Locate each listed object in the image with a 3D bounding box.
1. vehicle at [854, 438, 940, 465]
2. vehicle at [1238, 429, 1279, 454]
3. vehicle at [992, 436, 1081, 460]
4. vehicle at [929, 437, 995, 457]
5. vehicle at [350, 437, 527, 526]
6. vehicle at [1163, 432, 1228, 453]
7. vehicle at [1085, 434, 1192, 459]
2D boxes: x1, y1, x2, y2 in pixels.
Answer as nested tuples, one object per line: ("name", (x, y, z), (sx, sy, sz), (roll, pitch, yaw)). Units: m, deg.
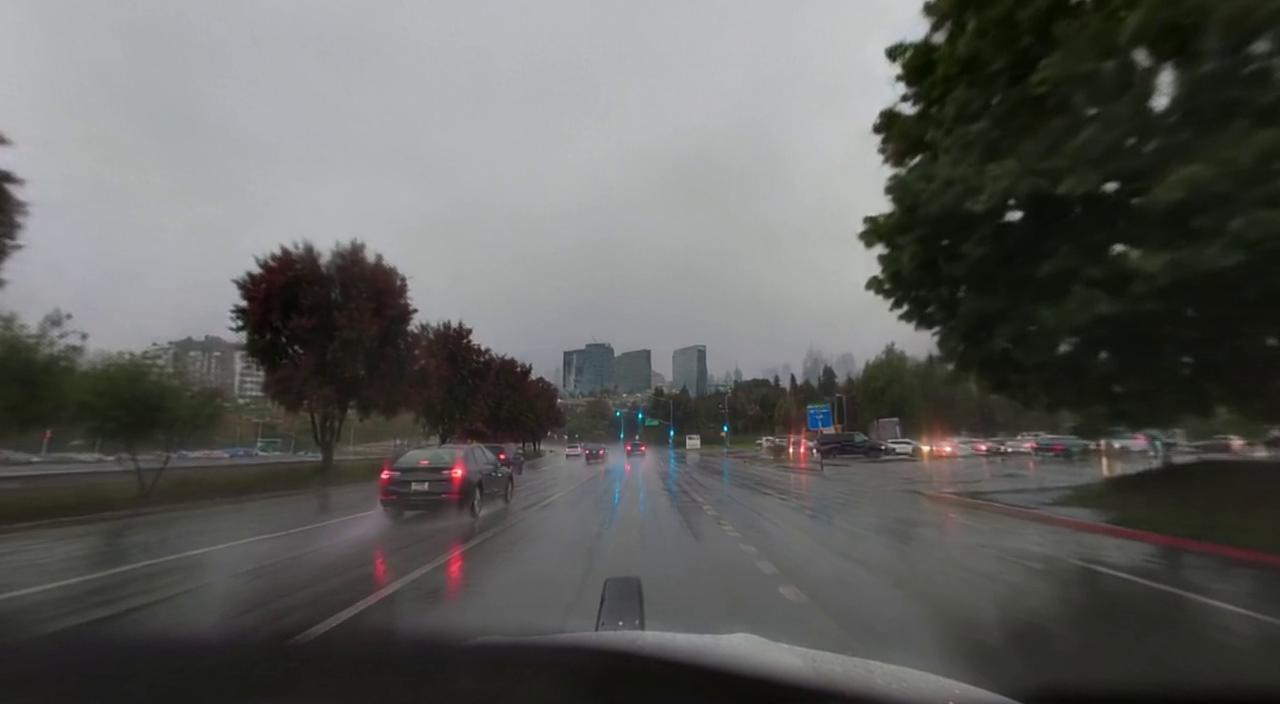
("vehicle", (14.908, 5.749, 36.619), (4.505, 1.472, 2.020), (4, -10, -26))
("vehicle", (40.395, 5.684, 40.089), (3.959, 1.533, 1.964), (4, -9, -24))
("vehicle", (25.131, 6.106, 40.221), (4.528, 1.450, 1.889), (-4, -9, 25))
("vehicle", (25.031, 7.386, 49.099), (4.387, 1.477, 1.949), (-5, -10, 30))
("vehicle", (-3.803, 2.522, 12.935), (1.920, 1.480, 4.549), (-1, -9, 3))
("vehicle", (39.799, 6.497, 45.256), (4.054, 1.449, 1.816), (3, -9, -23))
("vehicle", (29.664, 5.656, 37.770), (4.650, 1.445, 1.982), (-5, -10, 28))
